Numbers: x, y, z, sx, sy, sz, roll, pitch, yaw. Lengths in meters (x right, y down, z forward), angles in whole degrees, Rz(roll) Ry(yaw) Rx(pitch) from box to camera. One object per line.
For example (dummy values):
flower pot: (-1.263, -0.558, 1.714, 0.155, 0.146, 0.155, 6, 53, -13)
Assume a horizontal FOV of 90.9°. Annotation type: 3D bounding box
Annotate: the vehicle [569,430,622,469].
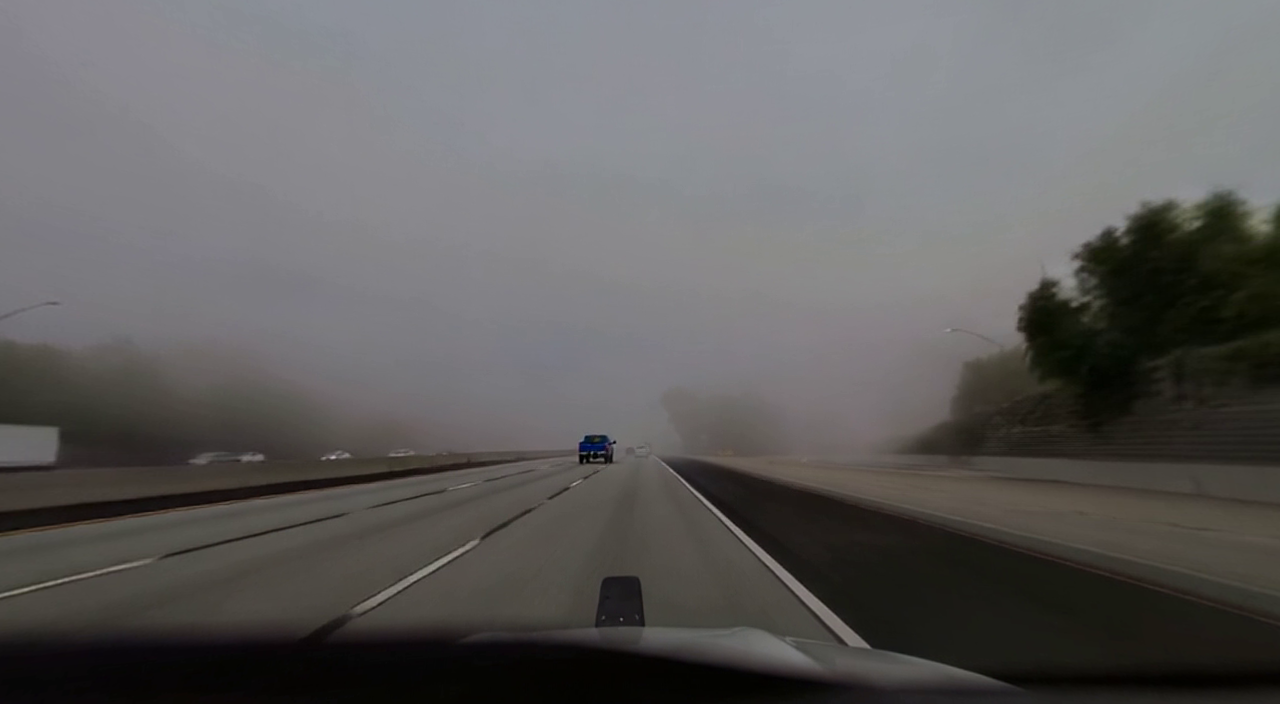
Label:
vehicle: (-2.617, 6.016, 38.984, 2.604, 2.170, 6.271, 0, -8, 2)
